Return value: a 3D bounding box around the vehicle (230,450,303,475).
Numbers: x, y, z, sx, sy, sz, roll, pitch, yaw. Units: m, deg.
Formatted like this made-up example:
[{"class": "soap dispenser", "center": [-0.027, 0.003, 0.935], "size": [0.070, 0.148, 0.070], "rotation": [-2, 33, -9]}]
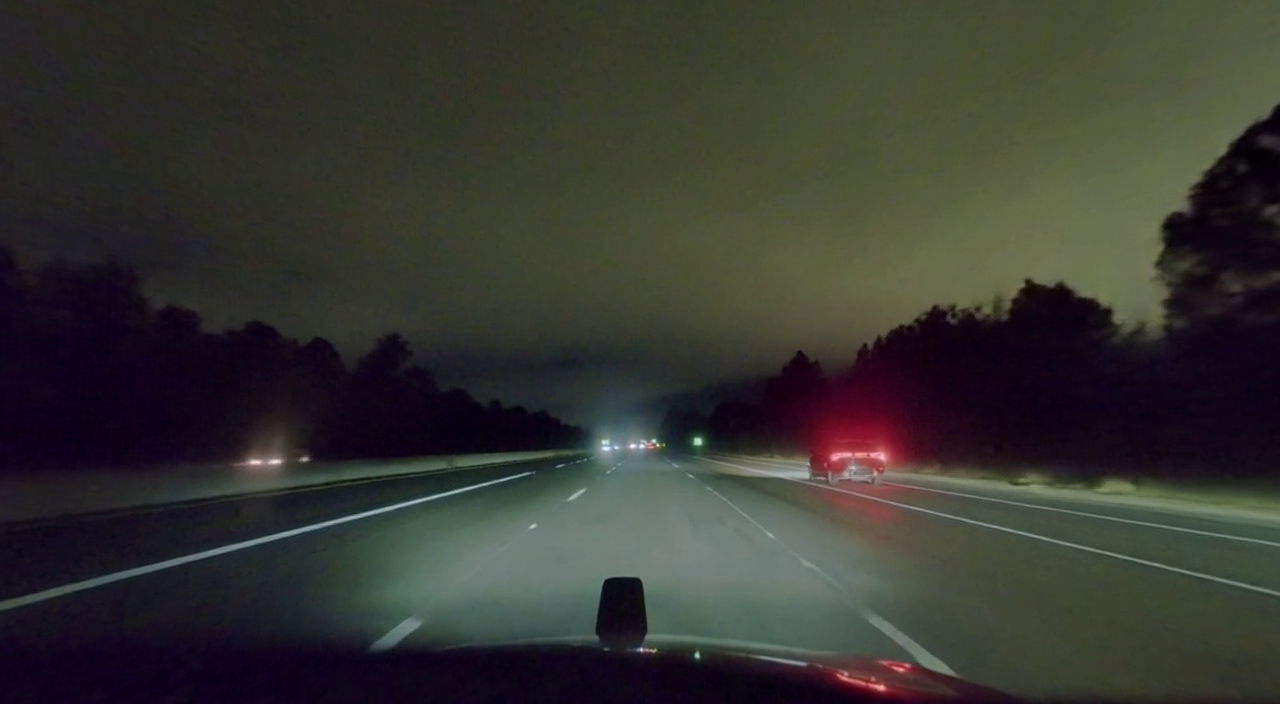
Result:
[{"class": "vehicle", "center": [-24.358, 7.187, 41.313], "size": [1.822, 1.479, 4.695], "rotation": [0, -8, 1]}]
